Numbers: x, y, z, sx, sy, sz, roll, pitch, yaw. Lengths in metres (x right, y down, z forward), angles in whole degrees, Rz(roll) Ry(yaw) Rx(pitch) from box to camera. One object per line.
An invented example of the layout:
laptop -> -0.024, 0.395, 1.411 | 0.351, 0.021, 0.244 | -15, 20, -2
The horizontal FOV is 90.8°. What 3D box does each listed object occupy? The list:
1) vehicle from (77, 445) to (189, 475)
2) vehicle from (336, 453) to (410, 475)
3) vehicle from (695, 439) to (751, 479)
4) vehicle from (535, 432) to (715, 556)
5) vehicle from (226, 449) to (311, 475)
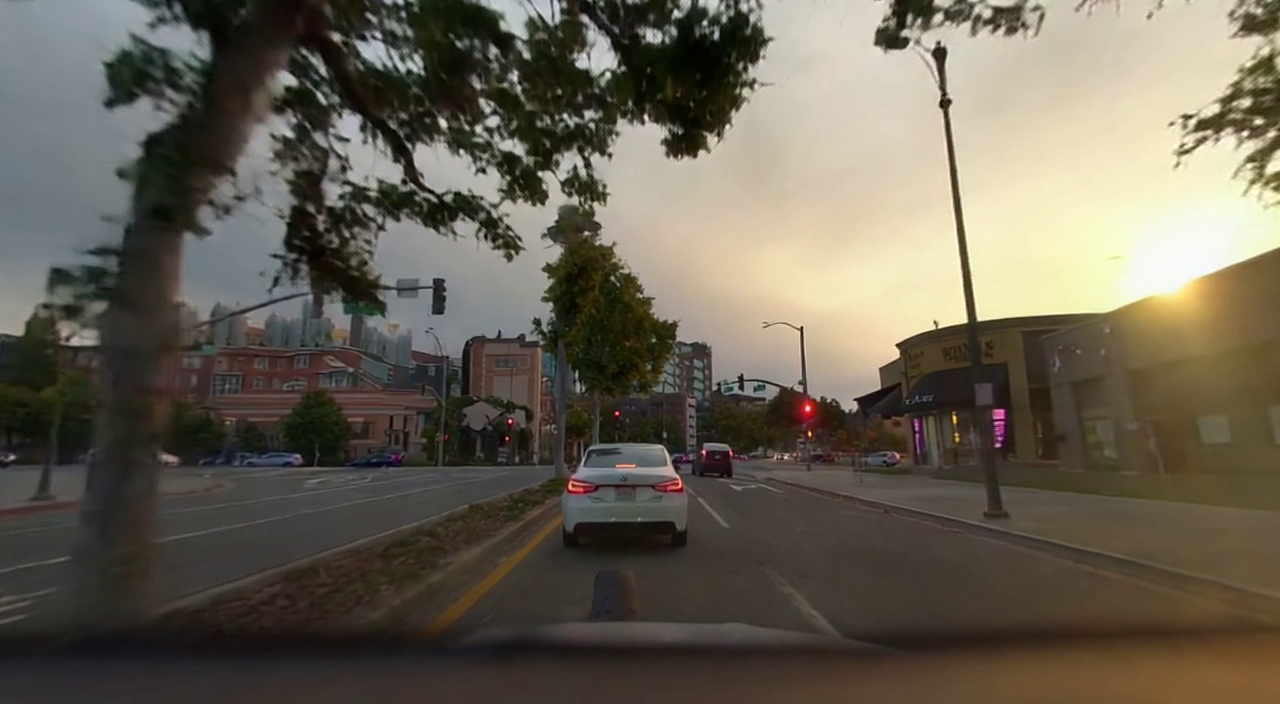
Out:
vehicle -> -31.146, 6.640, 38.929 | 4.877, 1.754, 1.978 | 2, -9, -11
vehicle -> -19.080, 8.028, 45.358 | 4.548, 1.449, 1.802 | 2, -9, -12
vehicle -> 4.081, 5.354, 31.870 | 2.092, 1.851, 4.913 | 0, -9, -1
vehicle -> -0.163, 2.047, 9.853 | 2.173, 1.479, 4.264 | 0, -9, 1
vehicle -> -25.692, 7.610, 43.851 | 4.575, 1.718, 2.008 | 2, -9, -11
